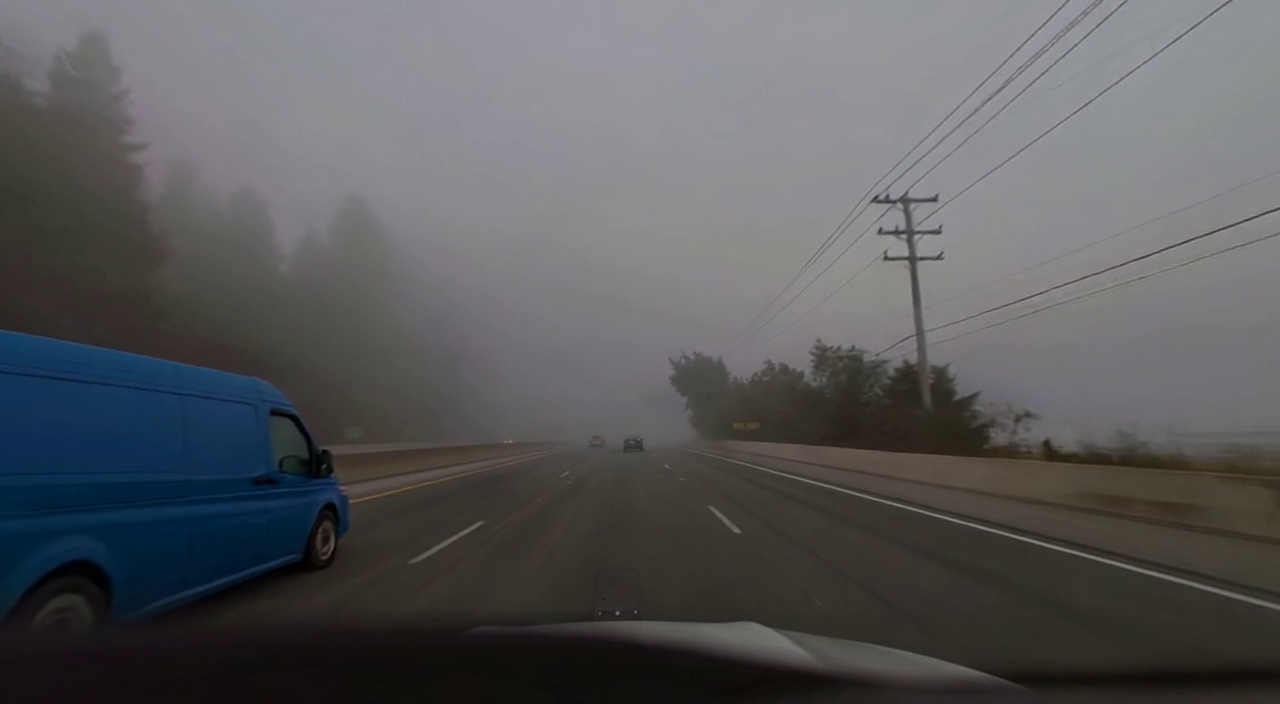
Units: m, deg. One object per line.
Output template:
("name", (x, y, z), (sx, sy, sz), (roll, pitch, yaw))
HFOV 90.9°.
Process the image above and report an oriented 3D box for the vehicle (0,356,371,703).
("vehicle", (-4.127, 1.127, 4.763), (2.146, 1.709, 4.856), (0, -8, -1))
